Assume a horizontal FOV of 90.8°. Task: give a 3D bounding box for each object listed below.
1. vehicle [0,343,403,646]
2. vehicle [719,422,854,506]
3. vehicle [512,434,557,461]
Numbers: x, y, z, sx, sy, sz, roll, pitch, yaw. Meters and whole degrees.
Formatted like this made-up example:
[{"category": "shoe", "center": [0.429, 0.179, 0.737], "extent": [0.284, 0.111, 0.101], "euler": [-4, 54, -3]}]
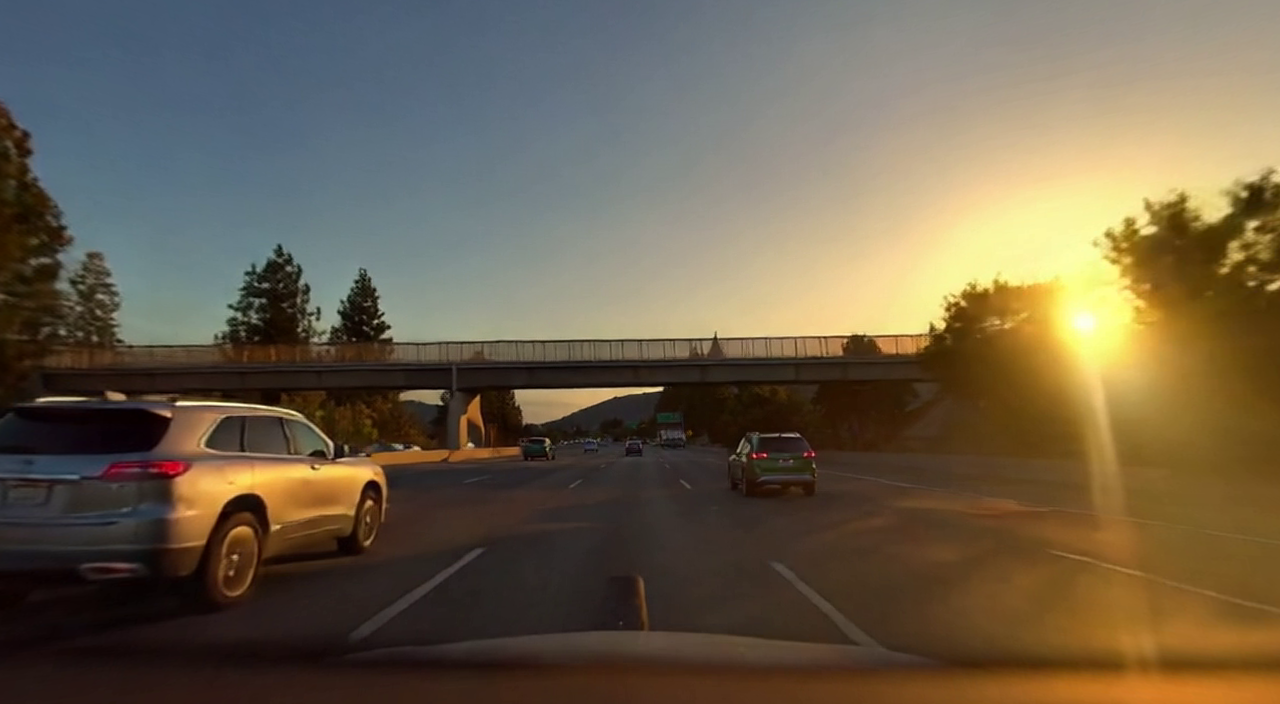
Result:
[{"category": "vehicle", "center": [-4.291, 1.207, 6.329], "extent": [2.018, 1.872, 4.728], "euler": [0, -8, 0]}, {"category": "vehicle", "center": [3.381, 2.693, 15.648], "extent": [2.185, 1.749, 4.477], "euler": [0, -8, -1]}, {"category": "vehicle", "center": [-7.482, 6.828, 45.330], "extent": [2.193, 1.818, 4.995], "euler": [0, -8, 1]}]
